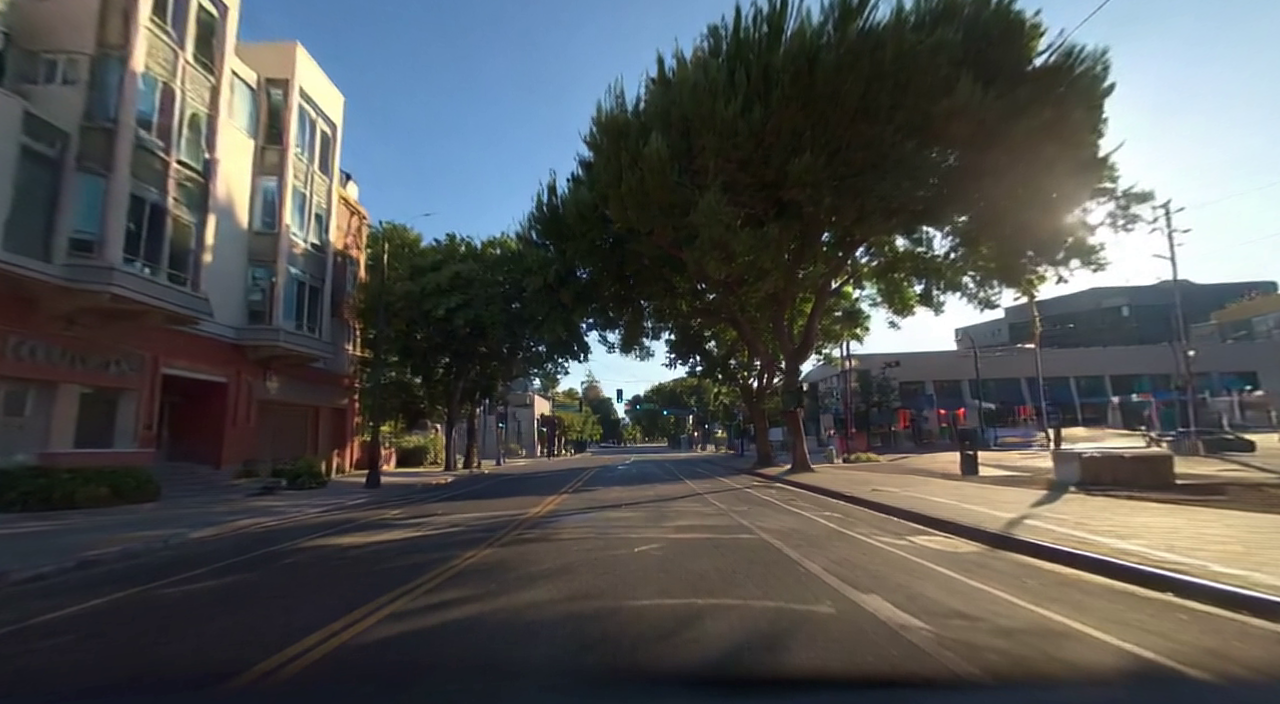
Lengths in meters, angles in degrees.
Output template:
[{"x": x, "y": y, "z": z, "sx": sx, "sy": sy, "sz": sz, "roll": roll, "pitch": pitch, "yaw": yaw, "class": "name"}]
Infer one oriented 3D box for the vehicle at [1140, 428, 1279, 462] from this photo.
[{"x": 31.680, "y": 5.149, "z": 34.919, "sx": 1.981, "sy": 1.712, "sz": 5.765, "roll": 6, "pitch": -11, "yaw": -38, "class": "vehicle"}]
